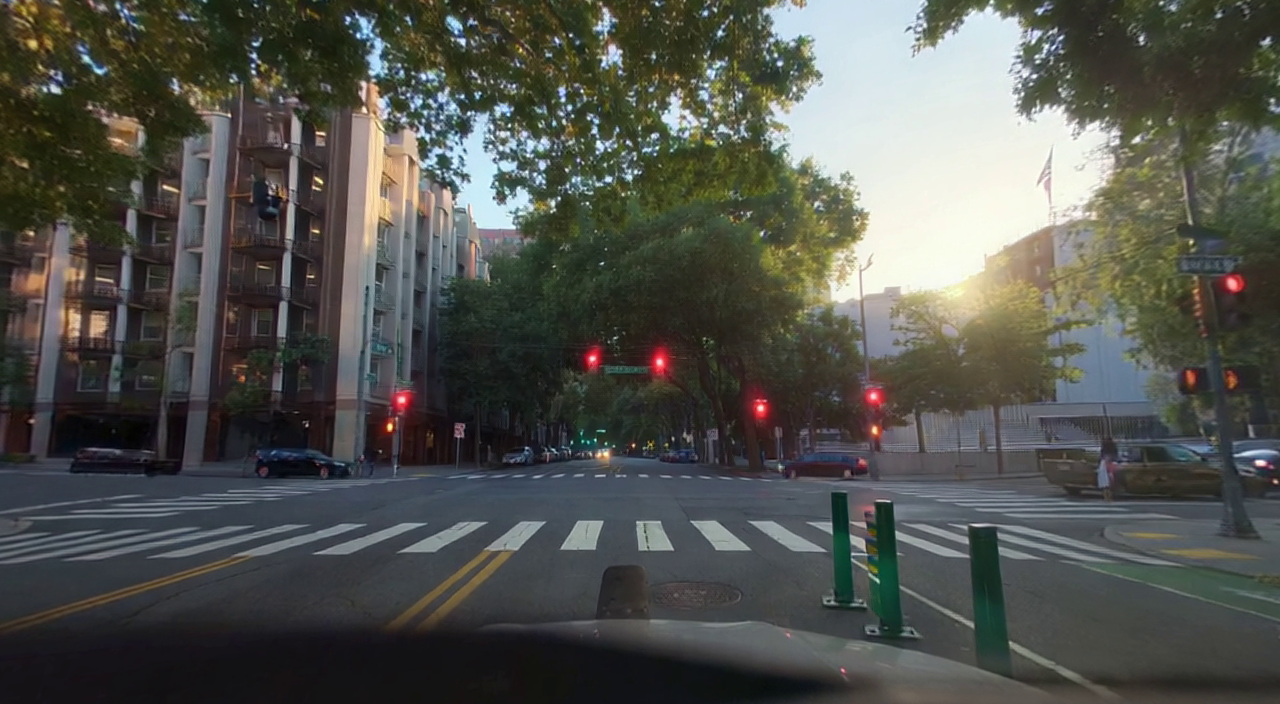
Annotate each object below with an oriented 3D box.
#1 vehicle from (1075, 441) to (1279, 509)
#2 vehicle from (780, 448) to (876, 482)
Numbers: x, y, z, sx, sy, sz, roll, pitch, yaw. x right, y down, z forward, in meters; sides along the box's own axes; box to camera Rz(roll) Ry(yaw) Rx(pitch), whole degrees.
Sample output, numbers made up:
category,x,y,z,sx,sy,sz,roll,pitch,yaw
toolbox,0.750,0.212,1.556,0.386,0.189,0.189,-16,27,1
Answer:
category,x,y,z,sx,sy,sz,roll,pitch,yaw
vehicle,12.997,2.787,14.553,4.424,1.436,1.804,-1,-9,5
vehicle,9.278,5.570,31.259,4.368,1.522,1.972,-3,-9,18
